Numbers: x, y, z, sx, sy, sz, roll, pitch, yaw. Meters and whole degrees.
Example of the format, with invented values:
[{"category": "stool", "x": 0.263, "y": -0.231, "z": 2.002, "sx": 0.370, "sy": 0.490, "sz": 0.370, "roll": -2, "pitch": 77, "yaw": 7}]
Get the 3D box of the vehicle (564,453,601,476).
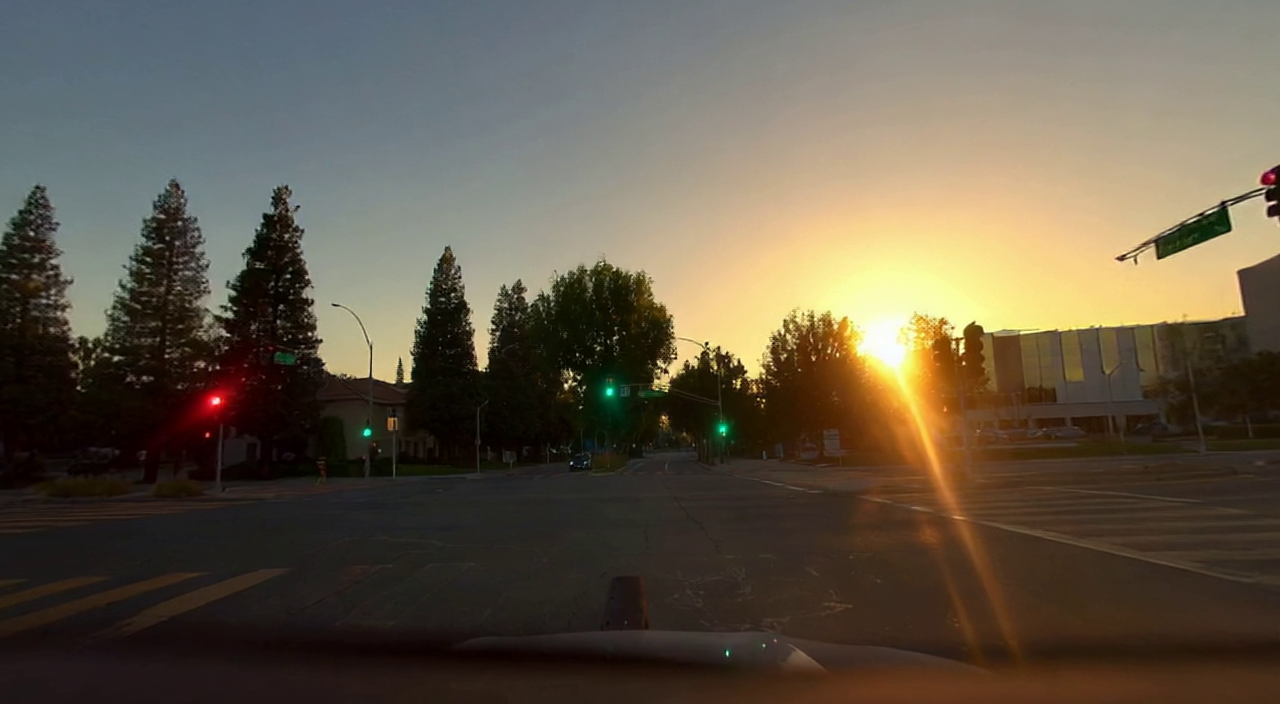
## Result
[{"category": "vehicle", "x": -4.467, "y": 8.844, "z": 49.854, "sx": 2.030, "sy": 1.704, "sz": 4.205, "roll": -1, "pitch": -8, "yaw": 7}]
